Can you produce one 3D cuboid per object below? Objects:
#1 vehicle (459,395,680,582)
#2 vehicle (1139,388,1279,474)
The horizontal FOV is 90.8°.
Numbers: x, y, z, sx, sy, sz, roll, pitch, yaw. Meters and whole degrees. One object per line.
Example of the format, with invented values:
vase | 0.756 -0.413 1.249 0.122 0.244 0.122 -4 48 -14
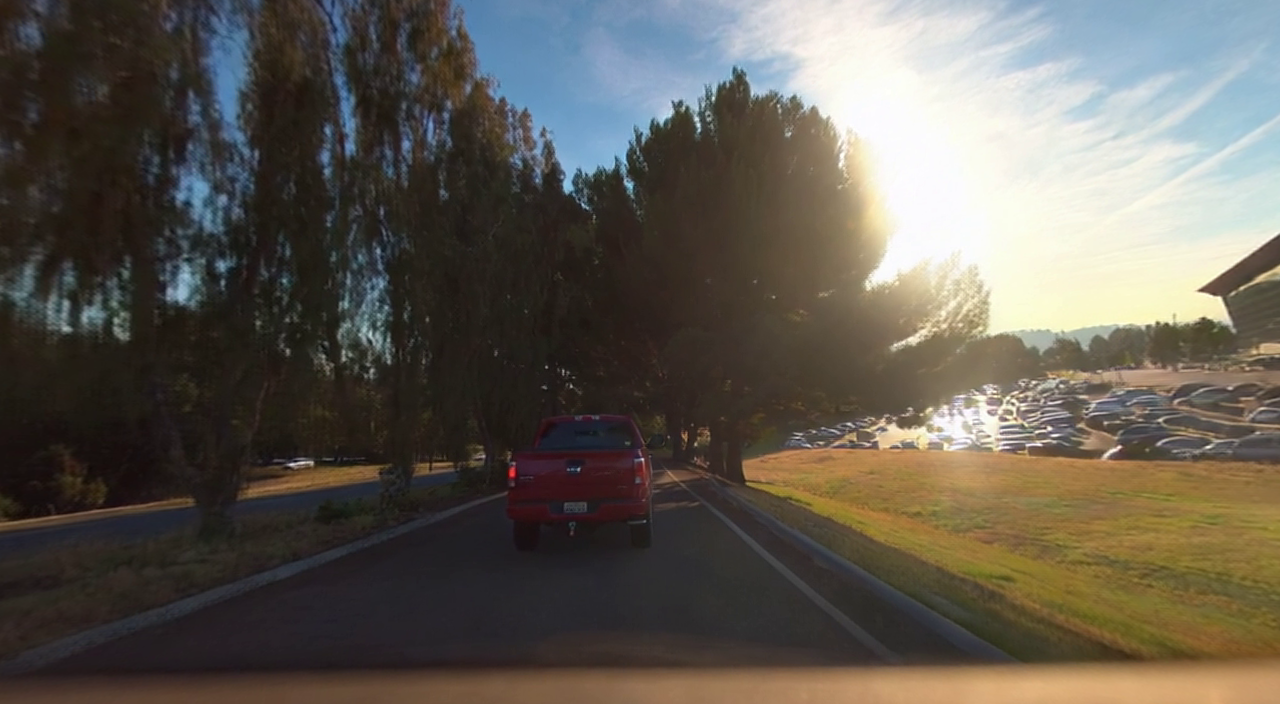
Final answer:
vehicle | -0.629 1.707 8.769 2.157 1.816 5.039 0 -8 1
vehicle | 11.881 1.390 11.224 4.298 1.392 1.944 -1 -8 2
